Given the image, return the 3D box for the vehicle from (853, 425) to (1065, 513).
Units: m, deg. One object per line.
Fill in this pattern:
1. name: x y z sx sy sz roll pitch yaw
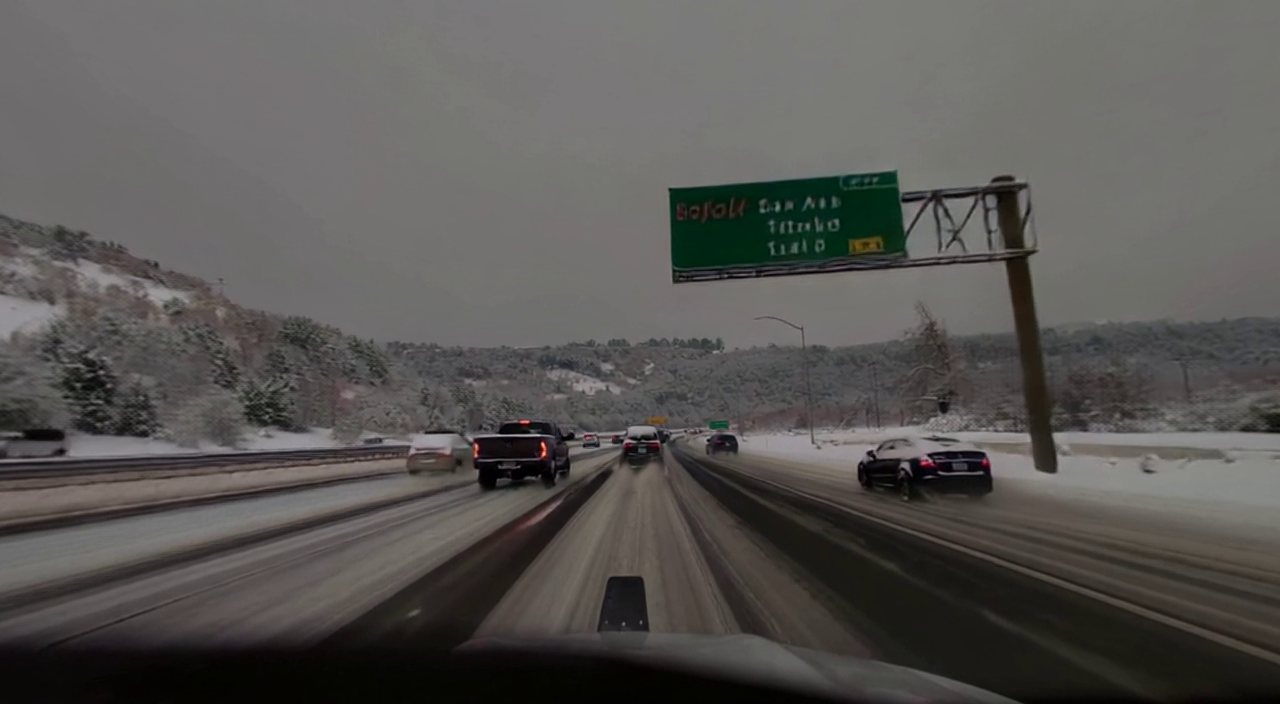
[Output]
1. vehicle: 6.110 2.286 12.830 1.998 1.456 4.338 0 -8 -1

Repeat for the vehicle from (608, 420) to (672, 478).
1. vehicle: 0.031 3.384 22.092 2.052 1.808 3.898 0 -8 1

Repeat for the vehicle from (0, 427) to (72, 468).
1. vehicle: -35.268 5.340 35.326 2.281 2.161 4.835 0 -8 1

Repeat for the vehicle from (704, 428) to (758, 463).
1. vehicle: 4.906 5.120 34.629 2.067 1.775 4.372 0 -8 -3

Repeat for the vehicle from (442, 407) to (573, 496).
1. vehicle: -3.328 2.693 17.287 2.316 1.999 5.765 0 -8 0
